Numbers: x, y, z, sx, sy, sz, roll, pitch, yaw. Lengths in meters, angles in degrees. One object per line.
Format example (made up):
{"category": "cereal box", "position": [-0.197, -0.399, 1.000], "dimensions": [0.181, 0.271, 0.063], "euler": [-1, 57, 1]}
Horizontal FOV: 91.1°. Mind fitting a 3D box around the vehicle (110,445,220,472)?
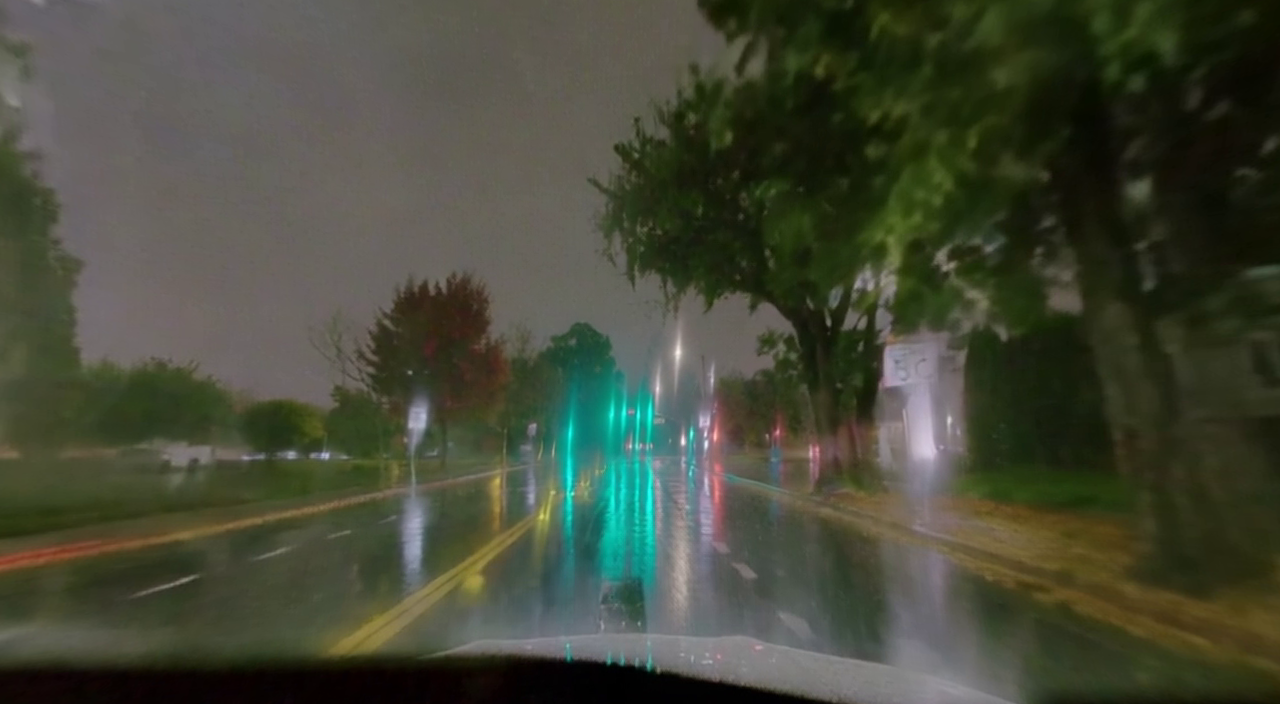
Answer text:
{"category": "vehicle", "position": [-26.666, 6.004, 35.347], "dimensions": [4.577, 1.417, 2.014], "euler": [-1, -9, 2]}
